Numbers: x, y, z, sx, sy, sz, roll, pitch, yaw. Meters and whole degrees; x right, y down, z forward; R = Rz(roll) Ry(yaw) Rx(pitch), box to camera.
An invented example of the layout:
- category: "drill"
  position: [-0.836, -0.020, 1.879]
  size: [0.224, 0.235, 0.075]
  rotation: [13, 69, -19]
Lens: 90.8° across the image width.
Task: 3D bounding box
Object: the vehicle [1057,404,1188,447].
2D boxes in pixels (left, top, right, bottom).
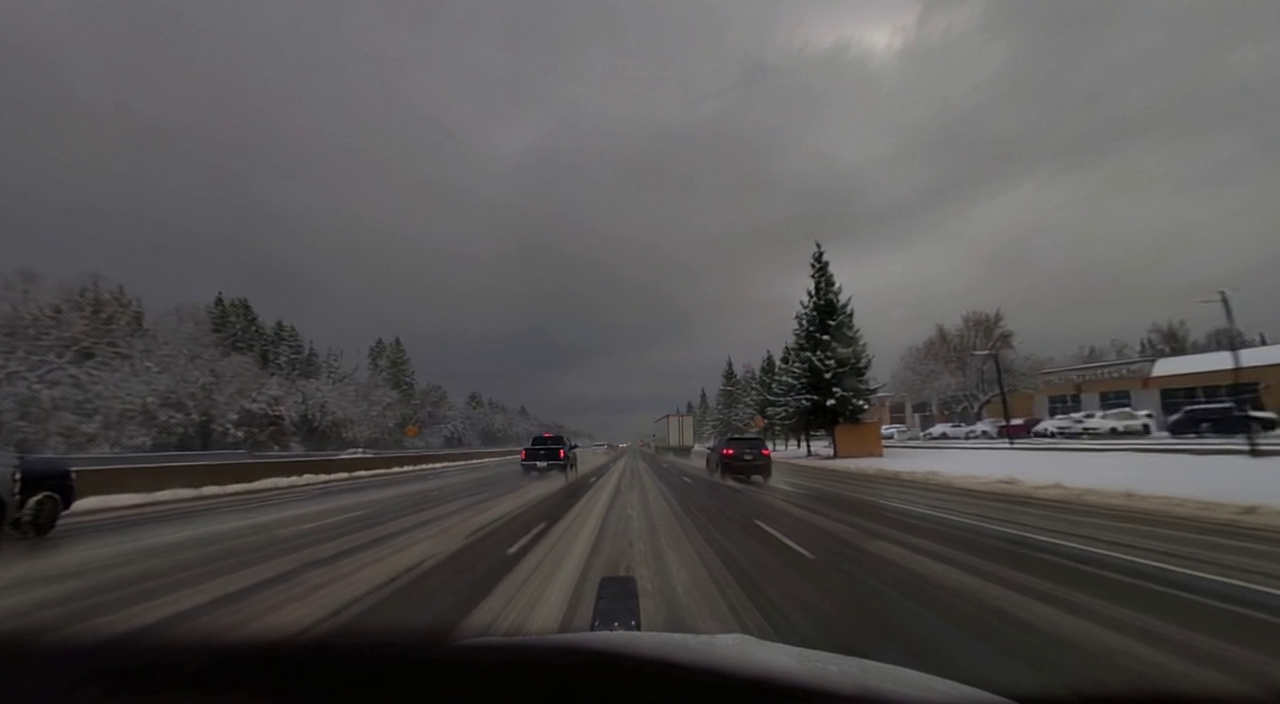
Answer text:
- category: "vehicle"
  position: [29.610, 4.554, 38.907]
  size: [6.114, 2.103, 2.336]
  rotation: [-2, -11, -5]

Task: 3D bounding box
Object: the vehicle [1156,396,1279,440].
- category: "vehicle"
  position: [29.504, 3.286, 31.107]
  size: [5.860, 2.005, 2.510]
  rotation: [0, -8, 1]

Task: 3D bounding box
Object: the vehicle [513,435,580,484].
- category: "vehicle"
  position: [-3.634, 4.280, 25.433]
  size: [1.987, 1.765, 4.508]
  rotation: [0, -8, 0]

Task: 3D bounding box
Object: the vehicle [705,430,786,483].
- category: "vehicle"
  position: [3.864, 3.944, 24.040]
  size: [2.198, 1.807, 4.530]
  rotation: [0, -8, -2]
